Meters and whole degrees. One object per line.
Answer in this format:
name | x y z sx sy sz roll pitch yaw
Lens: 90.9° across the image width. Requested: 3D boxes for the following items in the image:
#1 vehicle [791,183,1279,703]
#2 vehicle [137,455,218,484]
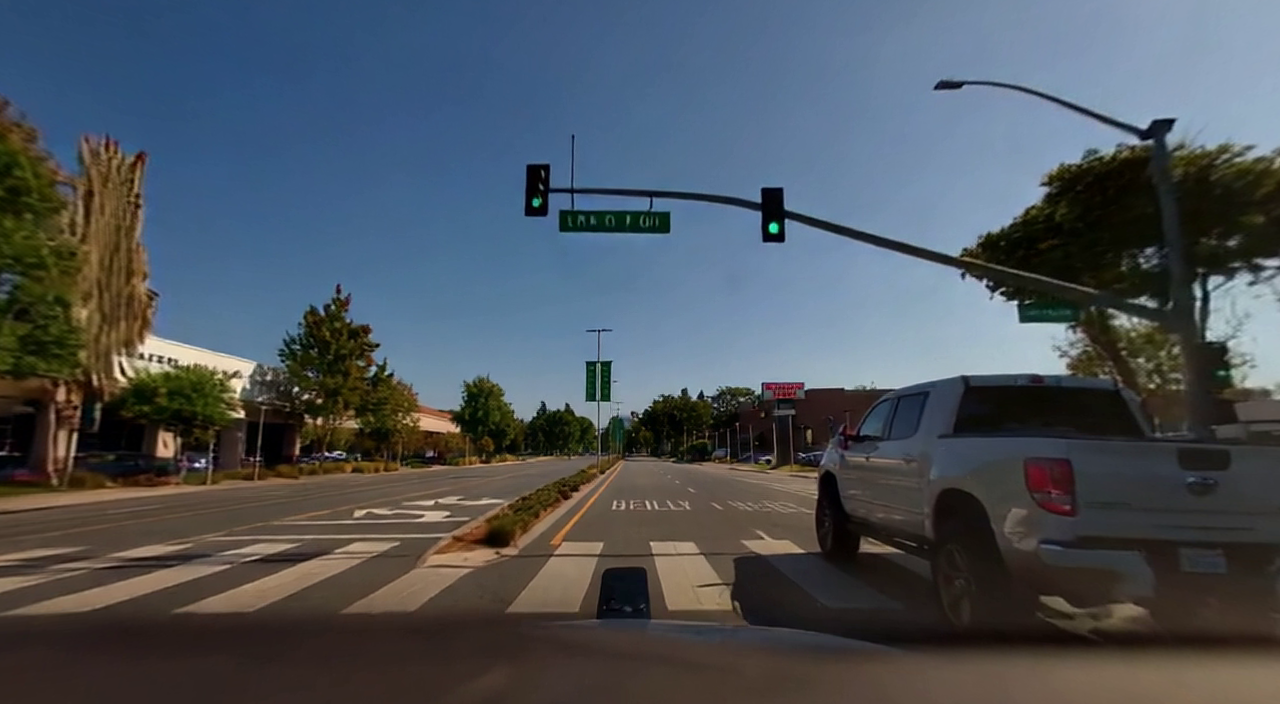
vehicle | 3.369 0.939 5.815 2.484 2.642 5.990 0 -9 0
vehicle | -28.238 7.181 38.539 3.885 1.425 1.660 -4 -6 6
